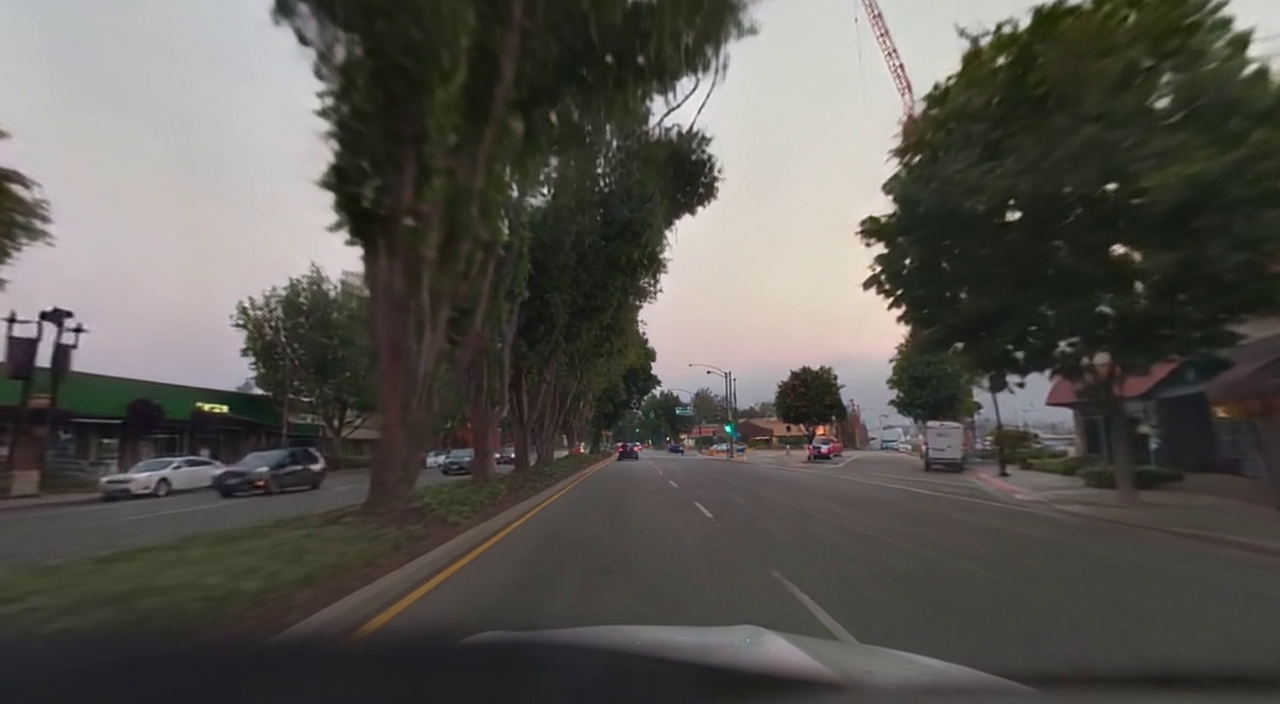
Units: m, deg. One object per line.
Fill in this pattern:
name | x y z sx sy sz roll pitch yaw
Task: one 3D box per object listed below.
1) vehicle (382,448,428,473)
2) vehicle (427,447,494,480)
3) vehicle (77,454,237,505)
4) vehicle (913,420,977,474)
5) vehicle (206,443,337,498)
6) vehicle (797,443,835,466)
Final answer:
vehicle | -16.690 7.683 45.105 1.808 1.670 3.937 0 -9 -1
vehicle | -8.718 5.423 31.064 1.960 1.461 4.433 0 -9 0
vehicle | -16.376 4.300 21.829 1.856 1.496 4.686 0 -9 -1
vehicle | 16.795 5.254 35.096 2.311 2.722 5.823 -3 -9 18
vehicle | -12.082 3.868 21.085 1.883 1.609 4.102 0 -9 -1
vehicle | 12.391 7.161 44.266 1.961 1.485 4.762 -4 -9 22
